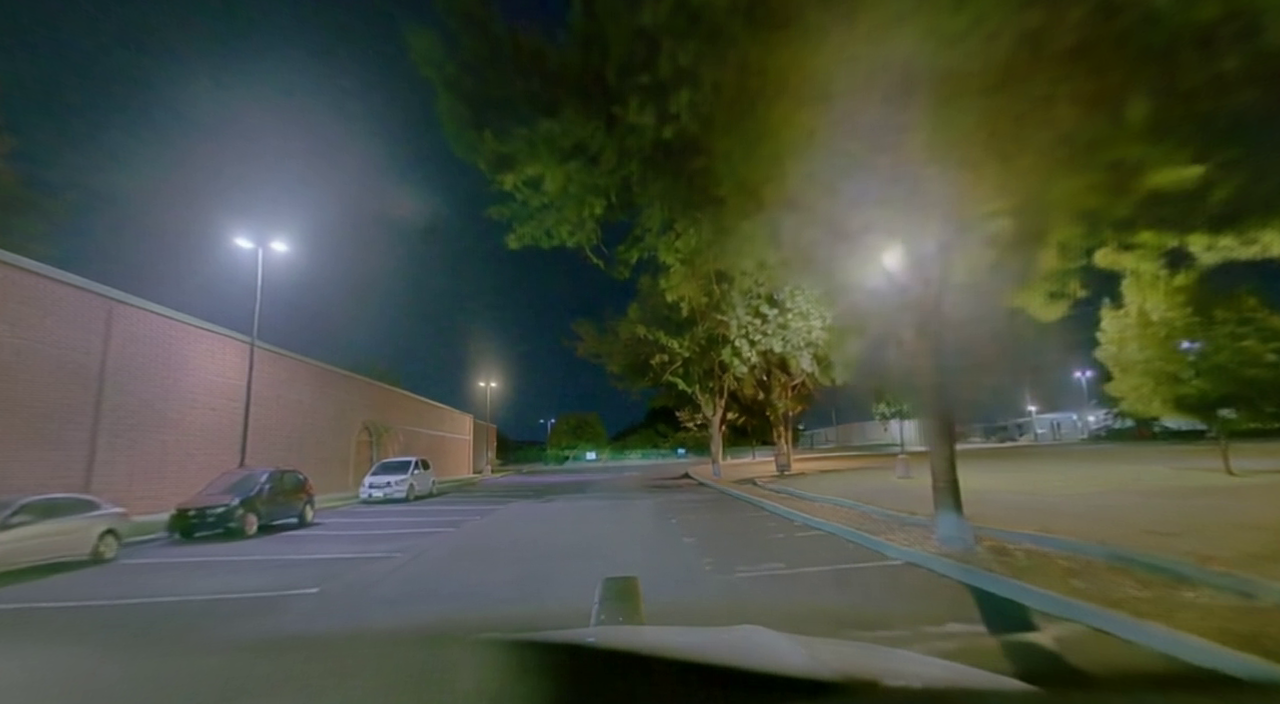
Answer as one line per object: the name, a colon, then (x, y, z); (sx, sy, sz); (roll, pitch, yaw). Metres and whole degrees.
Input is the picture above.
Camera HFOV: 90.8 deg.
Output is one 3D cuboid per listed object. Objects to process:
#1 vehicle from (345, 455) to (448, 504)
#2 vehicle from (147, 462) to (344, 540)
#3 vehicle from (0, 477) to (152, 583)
vehicle: (-9.800, 5.140, 25.945); (2.360, 1.741, 4.912); (0, -9, -2)
vehicle: (-9.372, 3.533, 15.587); (2.038, 1.525, 4.383); (0, -9, 0)
vehicle: (-9.549, 2.694, 9.313); (1.938, 1.191, 3.630); (-6, -7, -2)
